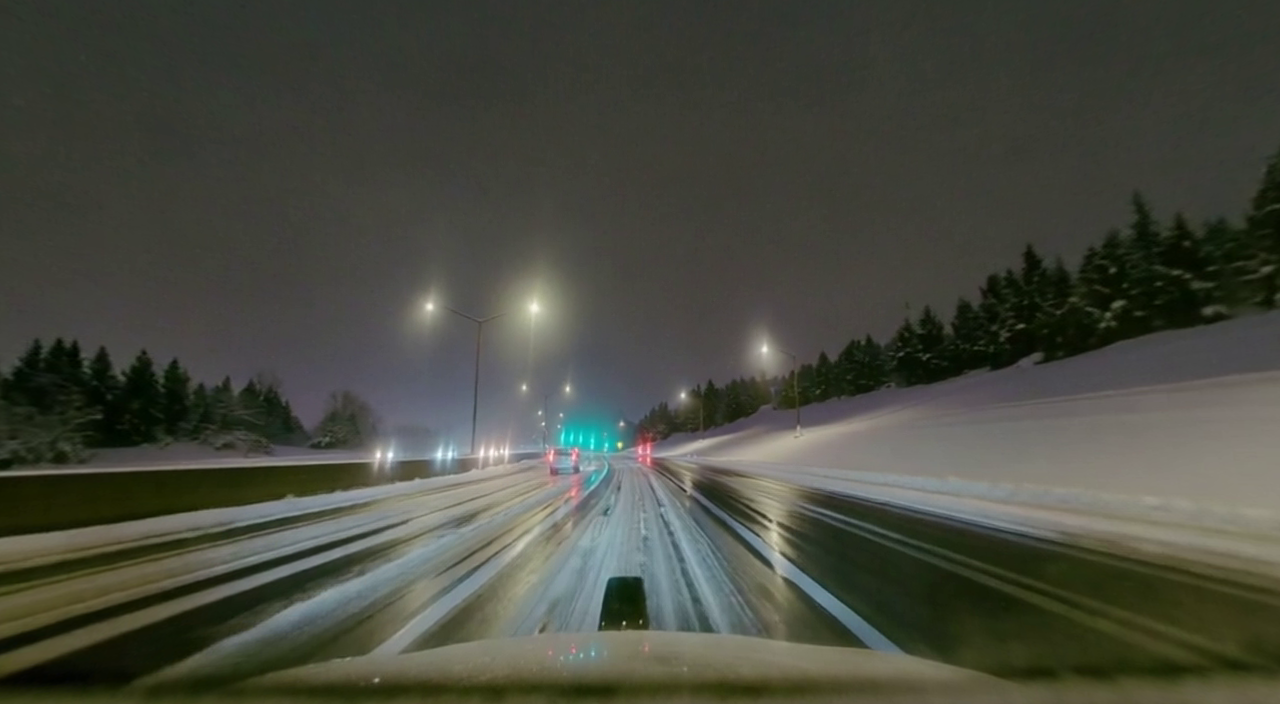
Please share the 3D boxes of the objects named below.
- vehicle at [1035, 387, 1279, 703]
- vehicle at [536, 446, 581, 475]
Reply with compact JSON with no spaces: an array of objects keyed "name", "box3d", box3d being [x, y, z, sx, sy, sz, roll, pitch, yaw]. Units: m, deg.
[{"name":"vehicle","box3d":[3.293,0.710,1.219,2.030,1.490,4.737,-1,-9,1]},{"name":"vehicle","box3d":[-4.466,6.027,35.323,2.014,1.481,4.156,-1,-9,-1]}]
